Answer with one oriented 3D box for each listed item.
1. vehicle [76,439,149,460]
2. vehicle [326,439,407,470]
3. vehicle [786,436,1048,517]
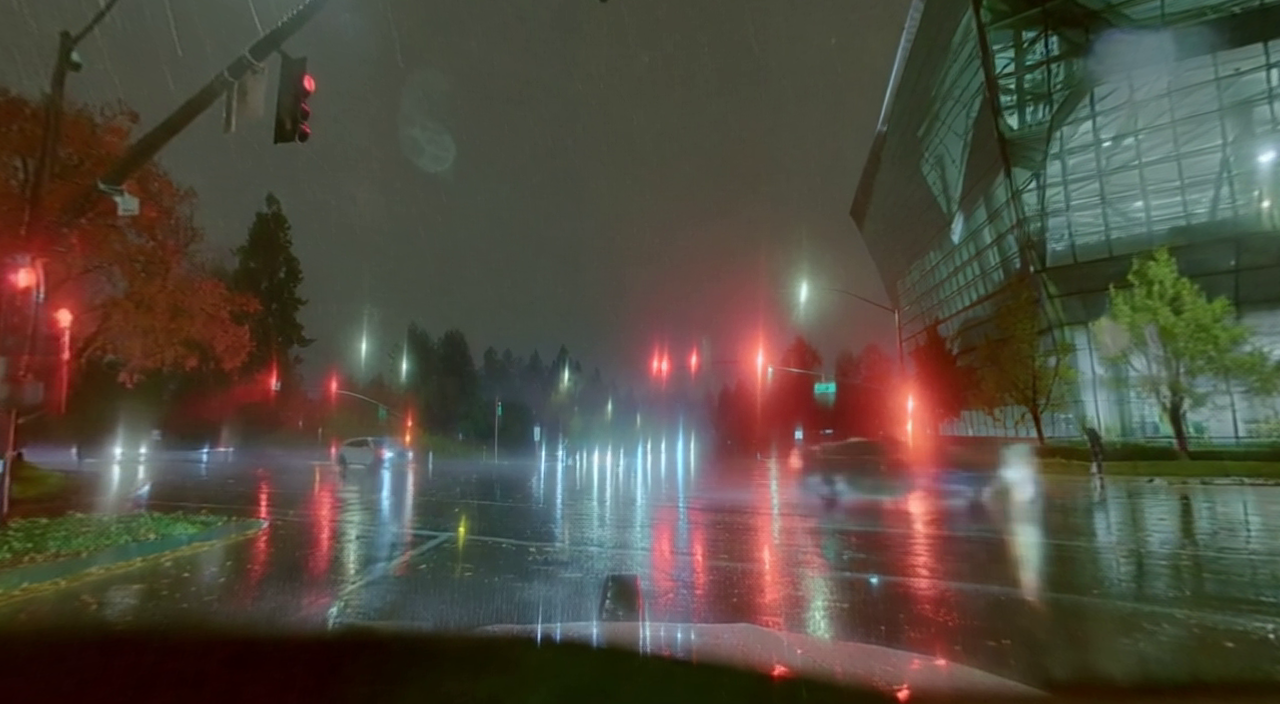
[{"bbox_3d":[-41.502,7.661,49.684,5.408,1.505,2.091,-4,-9,24],"label":"vehicle"},{"bbox_3d":[-14.277,5.313,32.905,4.110,1.511,1.883,-6,-10,34],"label":"vehicle"},{"bbox_3d":[5.842,2.593,13.693,4.798,1.461,1.939,-7,-11,37],"label":"vehicle"}]
